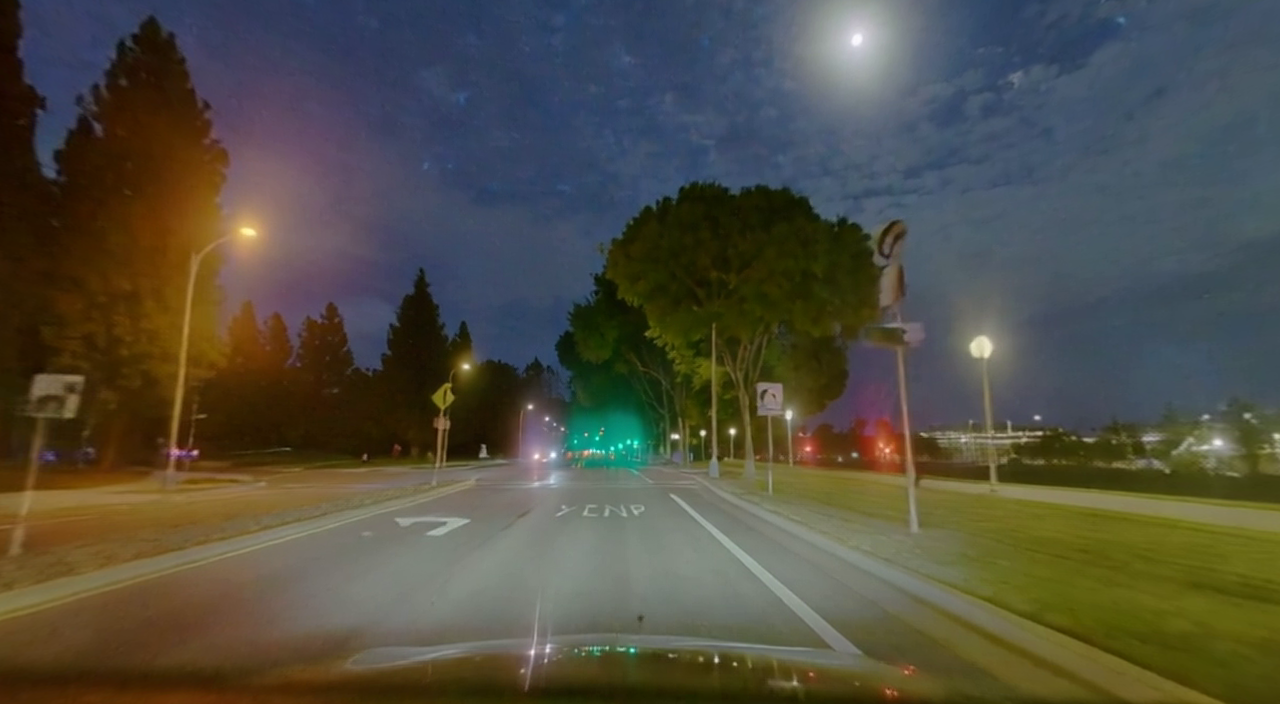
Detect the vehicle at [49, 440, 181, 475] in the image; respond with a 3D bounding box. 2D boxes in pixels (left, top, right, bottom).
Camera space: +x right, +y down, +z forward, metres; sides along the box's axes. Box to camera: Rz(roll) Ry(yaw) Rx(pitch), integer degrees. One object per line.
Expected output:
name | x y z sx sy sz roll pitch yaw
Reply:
vehicle | -24.483 4.915 29.561 4.534 1.488 1.930 -1 -8 3
